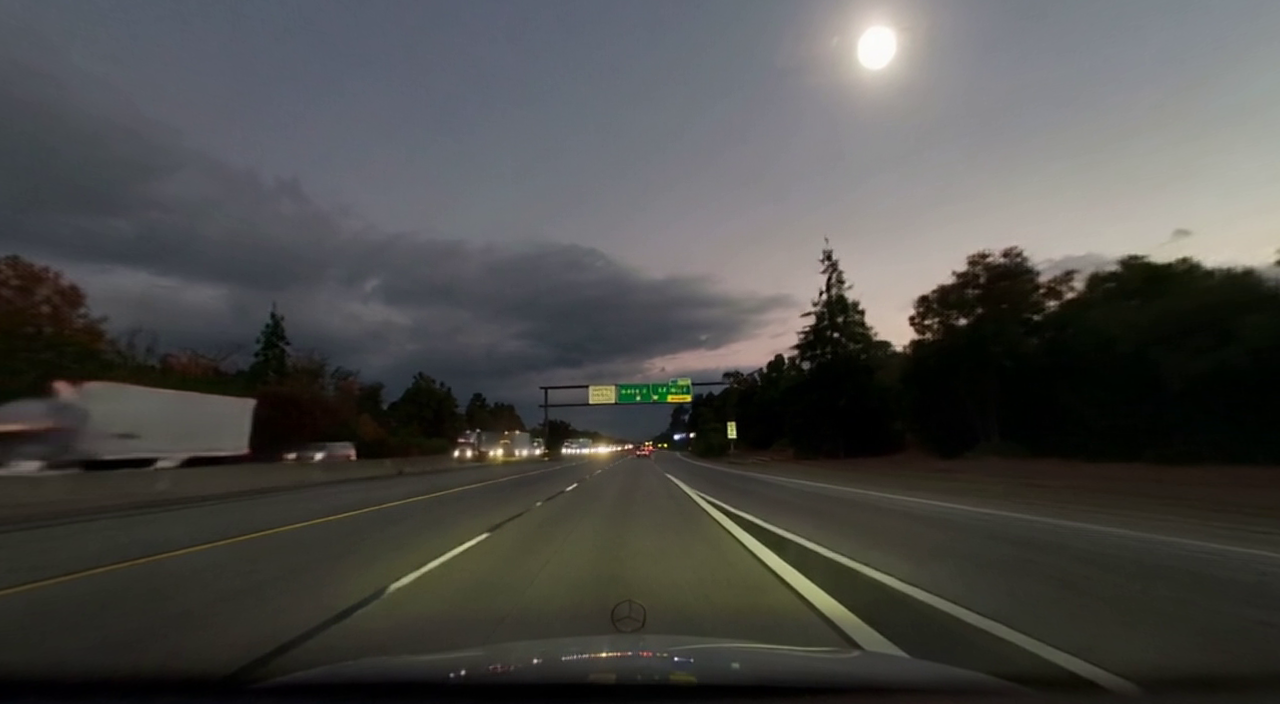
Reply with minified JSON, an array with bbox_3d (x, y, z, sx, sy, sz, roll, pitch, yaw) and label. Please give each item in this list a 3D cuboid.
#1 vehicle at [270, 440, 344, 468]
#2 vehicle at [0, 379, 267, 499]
[{"bbox_3d":[-19.580,6.028,37.247,2.089,1.538,4.364,0,-9,-2],"label":"vehicle"},{"bbox_3d":[-19.333,3.481,24.781,3.133,3.697,10.453,0,-9,-2],"label":"vehicle"}]
